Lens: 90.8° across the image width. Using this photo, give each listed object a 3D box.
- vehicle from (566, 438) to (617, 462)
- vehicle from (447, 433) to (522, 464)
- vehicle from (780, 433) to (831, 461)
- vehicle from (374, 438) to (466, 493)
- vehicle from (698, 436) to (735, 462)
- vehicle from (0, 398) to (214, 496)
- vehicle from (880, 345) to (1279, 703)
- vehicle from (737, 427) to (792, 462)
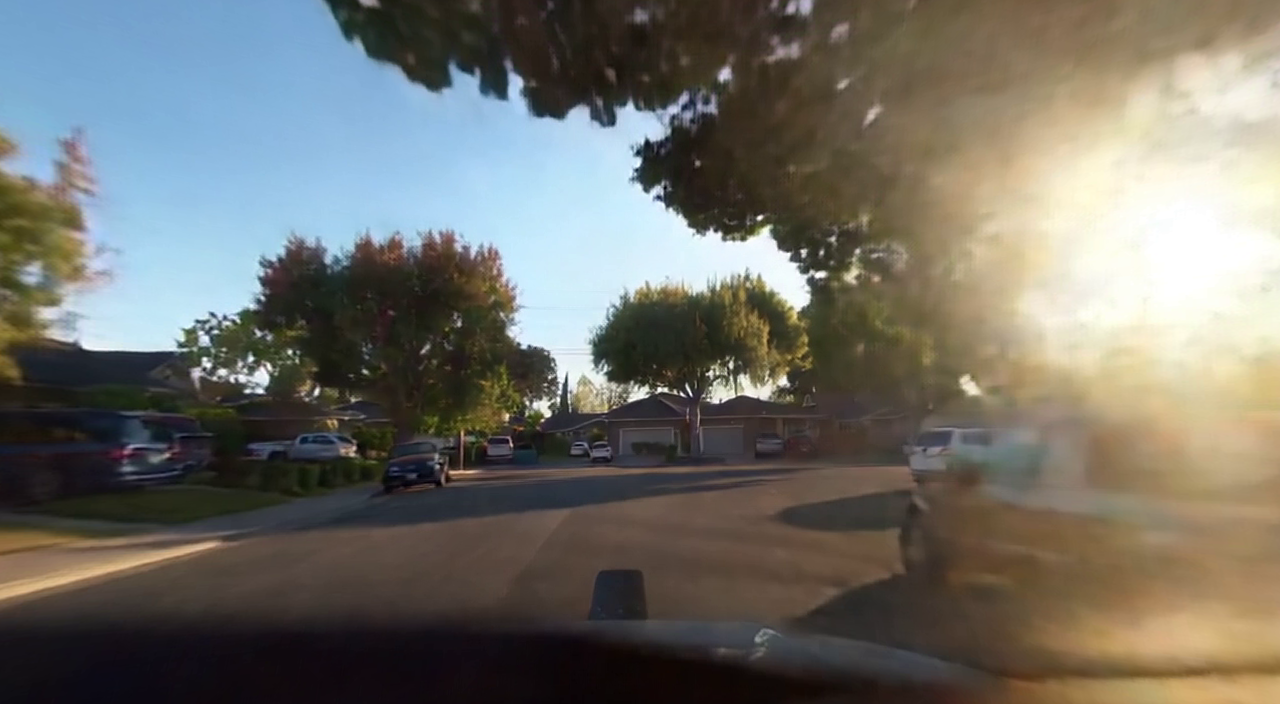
[{"bbox_3d":[-3.294,6.508,42.145,1.932,1.518,4.343,4,-9,-26],"label":"vehicle"},{"bbox_3d":[-9.852,6.062,39.775,2.305,1.824,5.096,8,-12,-43],"label":"vehicle"},{"bbox_3d":[10.679,6.171,41.145,2.160,1.695,4.183,0,-8,0],"label":"vehicle"},{"bbox_3d":[-6.957,3.448,19.623,2.236,1.459,4.832,3,-9,-24],"label":"vehicle"},{"bbox_3d":[4.855,6.229,40.604,1.833,1.540,3.532,0,-8,-1],"label":"vehicle"},{"bbox_3d":[-11.708,1.895,12.611,4.886,1.758,2.055,0,-8,1],"label":"vehicle"},{"bbox_3d":[3.898,1.144,4.509,2.235,1.829,5.194,0,-8,-1],"label":"vehicle"},{"bbox_3d":[7.843,5.918,40.397,2.455,2.018,5.271,0,-8,0],"label":"vehicle"}]
